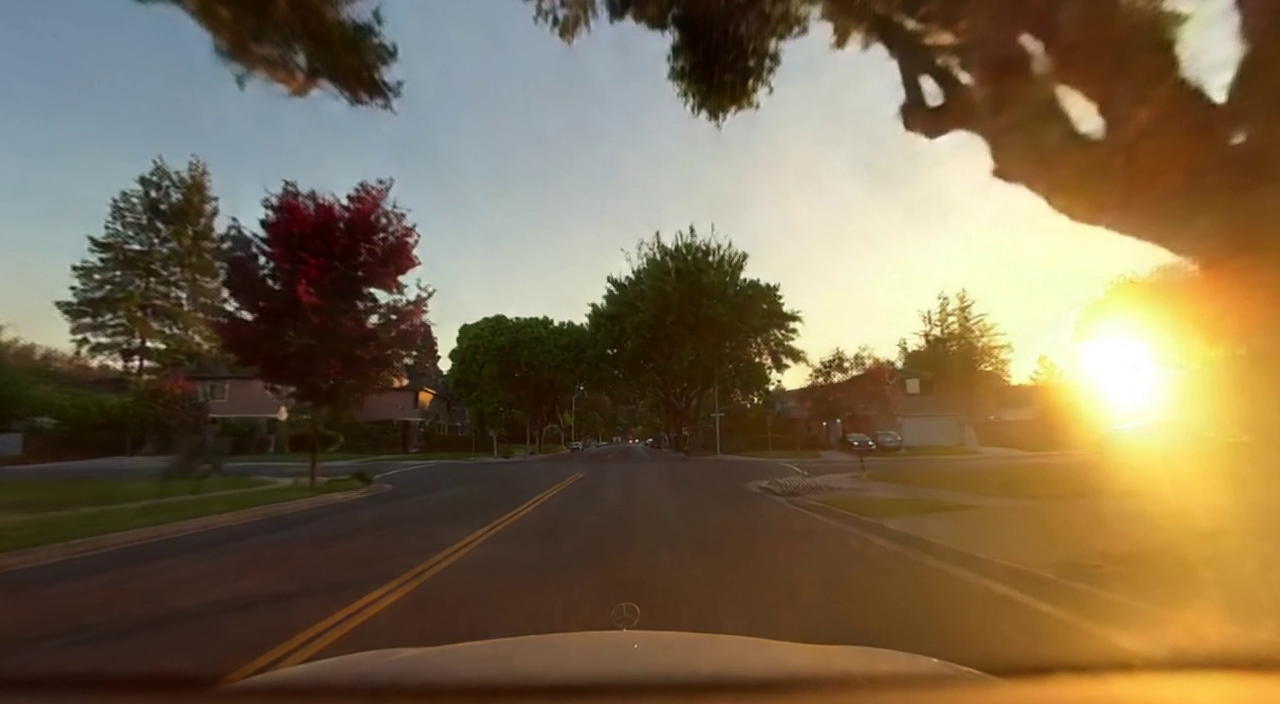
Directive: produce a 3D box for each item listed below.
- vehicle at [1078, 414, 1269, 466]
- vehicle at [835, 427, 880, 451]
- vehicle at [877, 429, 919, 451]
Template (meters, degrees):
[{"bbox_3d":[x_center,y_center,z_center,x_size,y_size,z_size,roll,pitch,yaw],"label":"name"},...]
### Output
[{"bbox_3d":[16.485,2.791,19.859,1.783,1.431,4.757,0,-8,-1],"label":"vehicle"},{"bbox_3d":[16.197,6.540,47.073,1.829,1.667,4.437,0,-8,2],"label":"vehicle"},{"bbox_3d":[18.996,6.495,46.486,1.803,1.504,4.324,-1,-8,7],"label":"vehicle"}]
